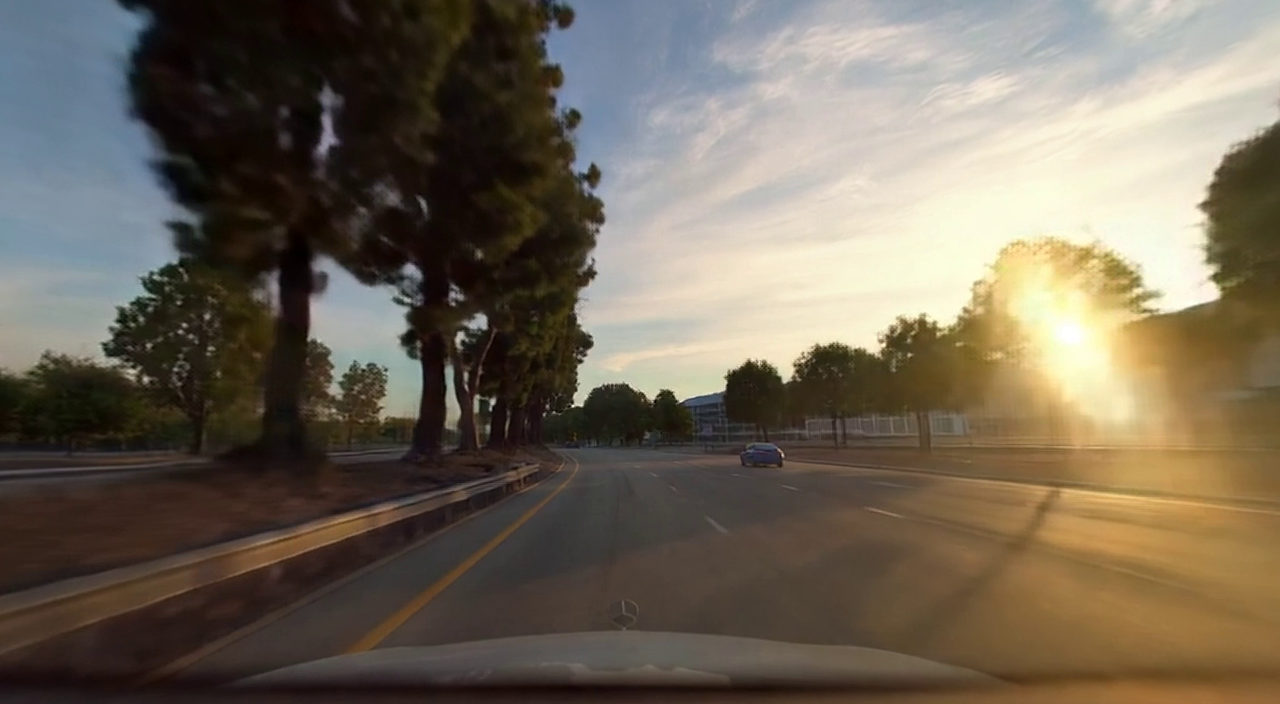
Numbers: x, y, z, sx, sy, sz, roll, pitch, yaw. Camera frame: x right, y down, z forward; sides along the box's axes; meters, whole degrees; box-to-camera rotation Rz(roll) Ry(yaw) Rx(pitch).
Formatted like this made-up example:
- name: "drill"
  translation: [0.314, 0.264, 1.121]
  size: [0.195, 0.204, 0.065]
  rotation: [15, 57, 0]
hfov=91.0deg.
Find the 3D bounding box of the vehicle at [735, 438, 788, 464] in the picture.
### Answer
- name: "vehicle"
  translation: [7.332, 6.041, 38.420]
  size: [1.908, 1.483, 4.474]
  rotation: [1, -8, -6]
